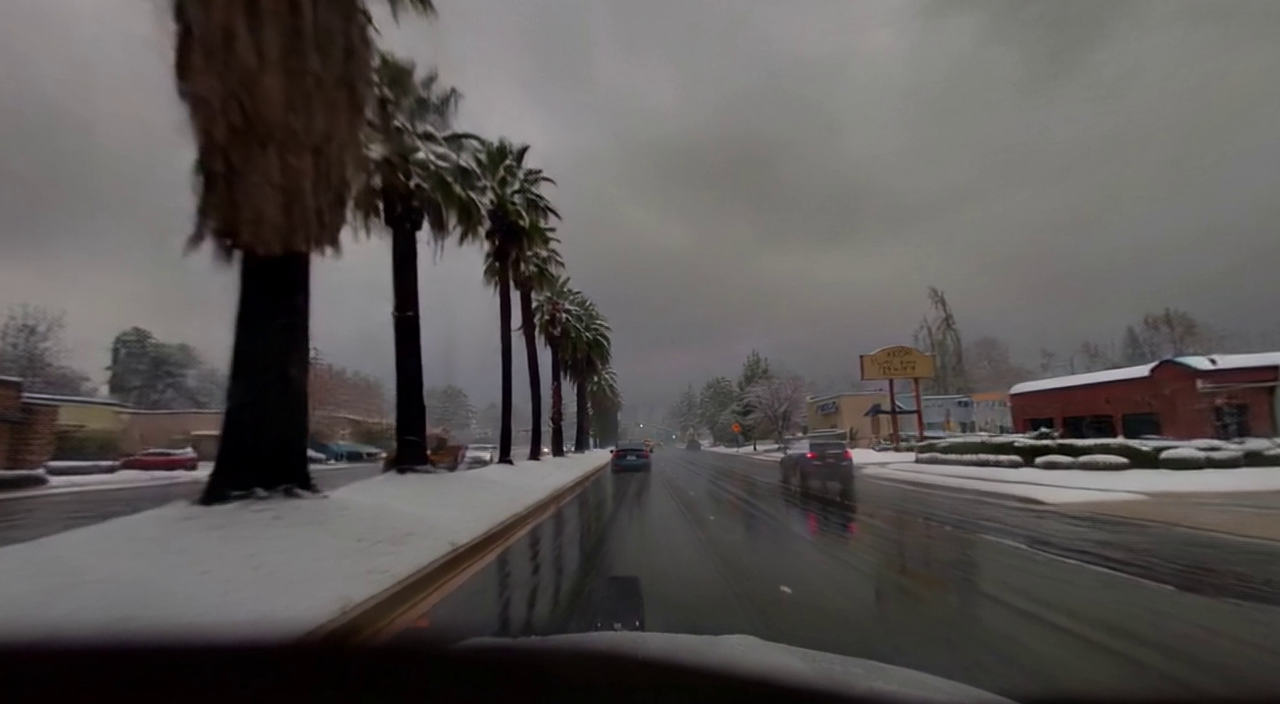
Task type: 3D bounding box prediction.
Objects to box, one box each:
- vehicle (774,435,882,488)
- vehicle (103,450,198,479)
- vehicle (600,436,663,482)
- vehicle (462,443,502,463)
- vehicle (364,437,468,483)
[{"bbox_3d":[6.357,3.772,22.027,2.244,1.618,4.585,0,-9,-2],"label":"vehicle"},{"bbox_3d":[-31.944,7.303,41.292,4.619,1.748,2.040,8,-11,-41],"label":"vehicle"},{"bbox_3d":[-0.316,3.884,23.135,2.106,1.496,3.964,0,-9,-1],"label":"vehicle"},{"bbox_3d":[-11.920,7.638,47.812,1.833,1.464,4.463,0,-9,0],"label":"vehicle"},{"bbox_3d":[-8.311,4.062,24.070,2.049,1.543,5.131,0,-9,0],"label":"vehicle"}]
